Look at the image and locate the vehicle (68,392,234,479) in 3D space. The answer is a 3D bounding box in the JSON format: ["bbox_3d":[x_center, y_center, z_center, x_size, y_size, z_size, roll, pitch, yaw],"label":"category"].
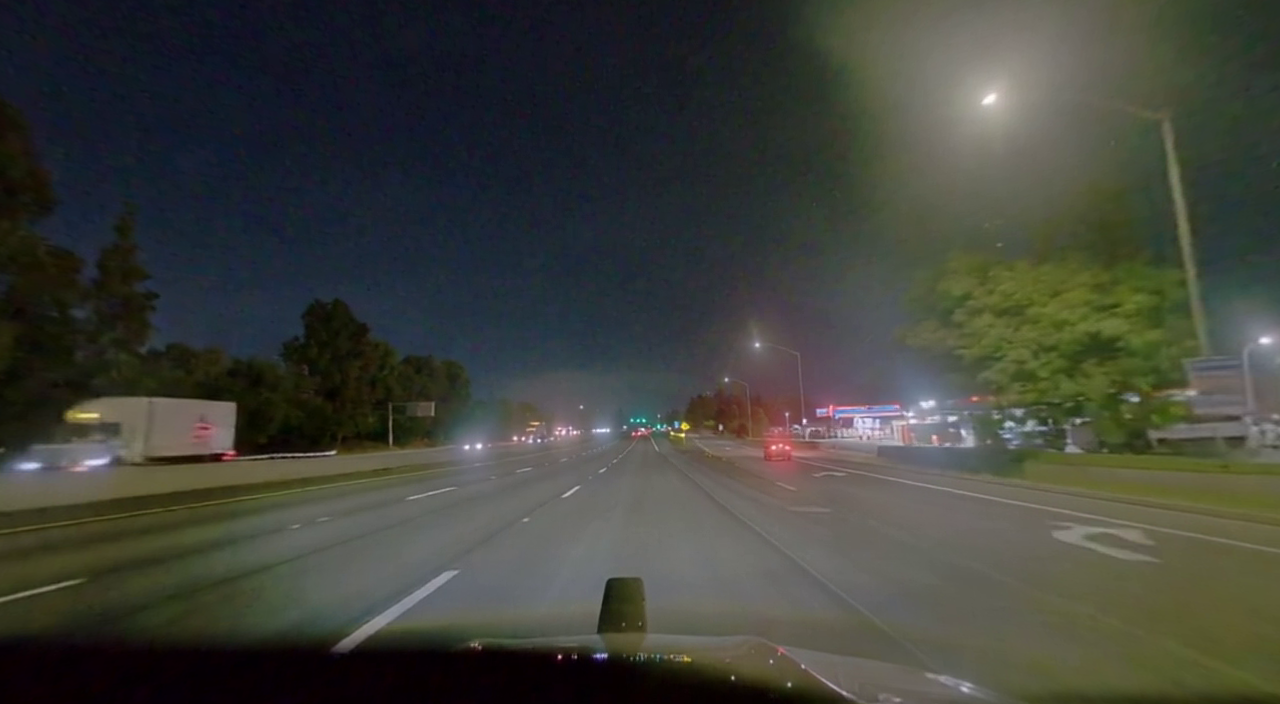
[{"bbox_3d":[-27.309,4.761,35.924,3.154,4.285,7.732,-1,-8,0],"label":"vehicle"}]

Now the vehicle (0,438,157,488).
[{"bbox_3d":[-22.606,4.298,24.960,1.989,1.705,6.263,0,-8,0],"label":"vehicle"}]
